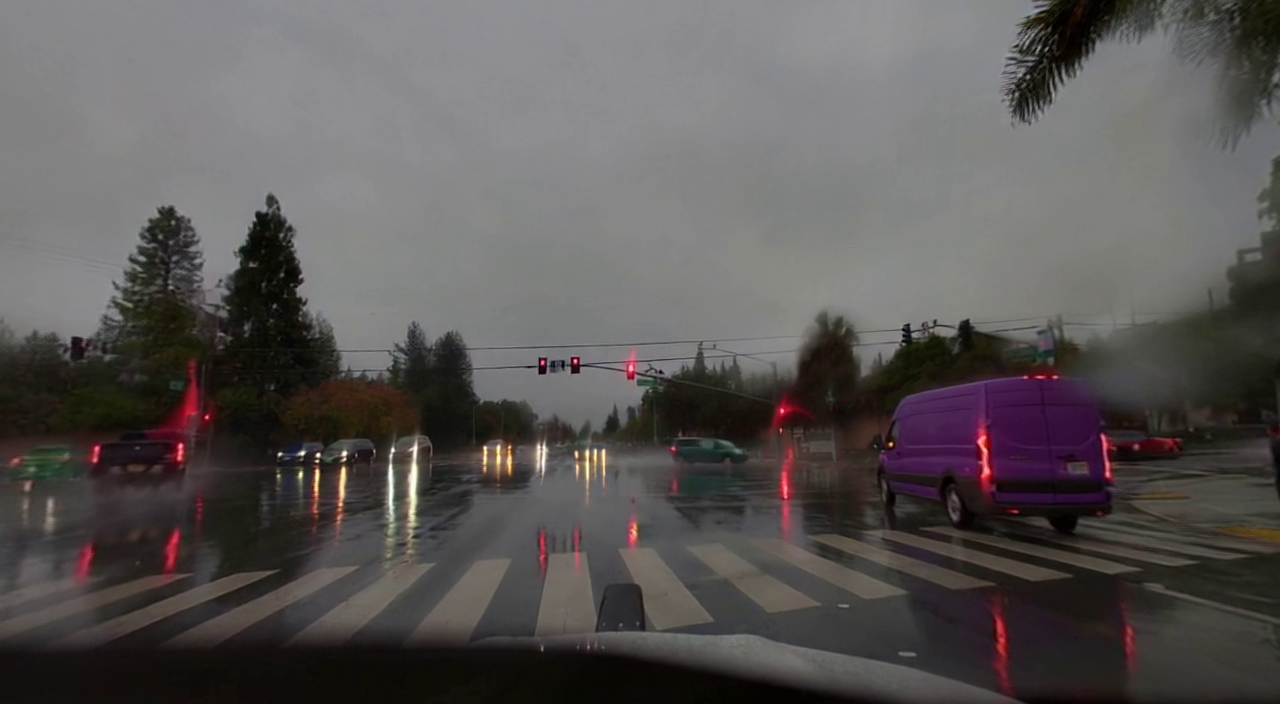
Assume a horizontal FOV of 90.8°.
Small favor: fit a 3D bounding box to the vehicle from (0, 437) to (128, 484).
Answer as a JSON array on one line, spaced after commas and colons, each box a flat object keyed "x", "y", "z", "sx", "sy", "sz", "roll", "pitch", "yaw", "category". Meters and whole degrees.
[{"x": -20.572, "y": 3.775, "z": 22.079, "sx": 4.524, "sy": 1.496, "sz": 1.993, "roll": -3, "pitch": -9, "yaw": 20, "category": "vehicle"}]

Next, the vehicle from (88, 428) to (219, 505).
[{"x": -12.243, "y": 2.863, "z": 16.234, "sx": 2.115, "sy": 1.653, "sz": 4.553, "roll": 5, "pitch": -10, "yaw": -32, "category": "vehicle"}]

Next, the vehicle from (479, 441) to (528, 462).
[{"x": -10.155, "y": 7.469, "z": 47.397, "sx": 2.097, "sy": 1.484, "sz": 4.596, "roll": -1, "pitch": -9, "yaw": 8, "category": "vehicle"}]

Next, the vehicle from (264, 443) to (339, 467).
[{"x": -21.839, "y": 6.641, "z": 40.971, "sx": 1.859, "sy": 1.415, "sz": 4.591, "roll": -1, "pitch": -9, "yaw": 8, "category": "vehicle"}]

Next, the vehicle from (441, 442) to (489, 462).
[{"x": -13.191, "y": 7.585, "z": 47.866, "sx": 1.845, "sy": 1.426, "sz": 4.289, "roll": -1, "pitch": -9, "yaw": 8, "category": "vehicle"}]

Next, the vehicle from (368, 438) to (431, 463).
[{"x": -17.385, "y": 7.159, "z": 46.003, "sx": 2.189, "sy": 1.753, "sz": 4.785, "roll": -1, "pitch": -9, "yaw": 8, "category": "vehicle"}]

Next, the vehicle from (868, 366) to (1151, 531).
[{"x": 6.580, "y": 1.858, "z": 12.343, "sx": 2.332, "sy": 2.511, "sz": 5.326, "roll": 0, "pitch": -9, "yaw": 1, "category": "vehicle"}]

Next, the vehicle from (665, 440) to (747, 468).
[{"x": 3.505, "y": 5.421, "z": 33.662, "sx": 3.909, "sy": 1.409, "sz": 1.907, "roll": -5, "pitch": -10, "yaw": 28, "category": "vehicle"}]
